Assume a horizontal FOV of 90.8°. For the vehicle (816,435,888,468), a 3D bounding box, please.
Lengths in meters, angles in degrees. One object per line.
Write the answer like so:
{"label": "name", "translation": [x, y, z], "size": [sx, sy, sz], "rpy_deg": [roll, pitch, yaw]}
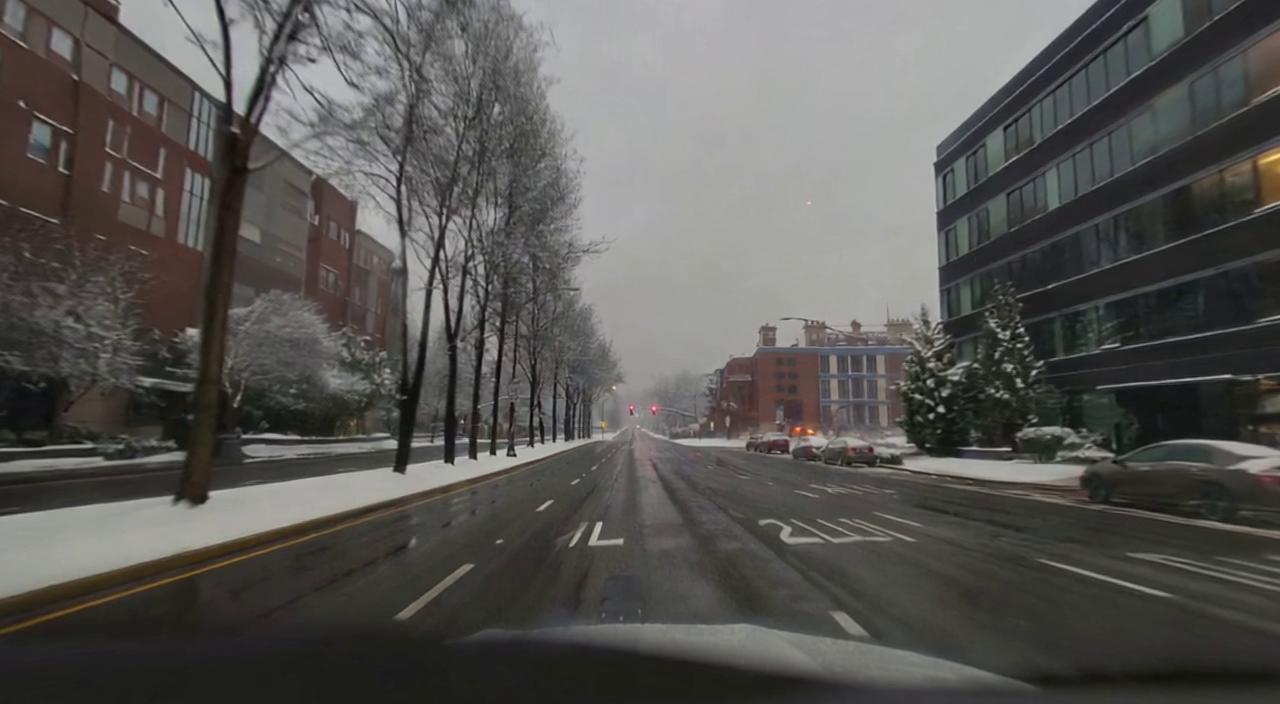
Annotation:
{"label": "vehicle", "translation": [10.595, 5.005, 31.881], "size": [1.927, 1.489, 4.532], "rpy_deg": [0, -9, -2]}

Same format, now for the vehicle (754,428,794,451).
{"label": "vehicle", "translation": [10.317, 6.841, 49.066], "size": [1.947, 1.716, 4.861], "rpy_deg": [0, -9, -1]}

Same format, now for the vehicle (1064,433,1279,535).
{"label": "vehicle", "translation": [10.544, 2.323, 11.761], "size": [1.911, 1.533, 4.670], "rpy_deg": [0, -9, -2]}
